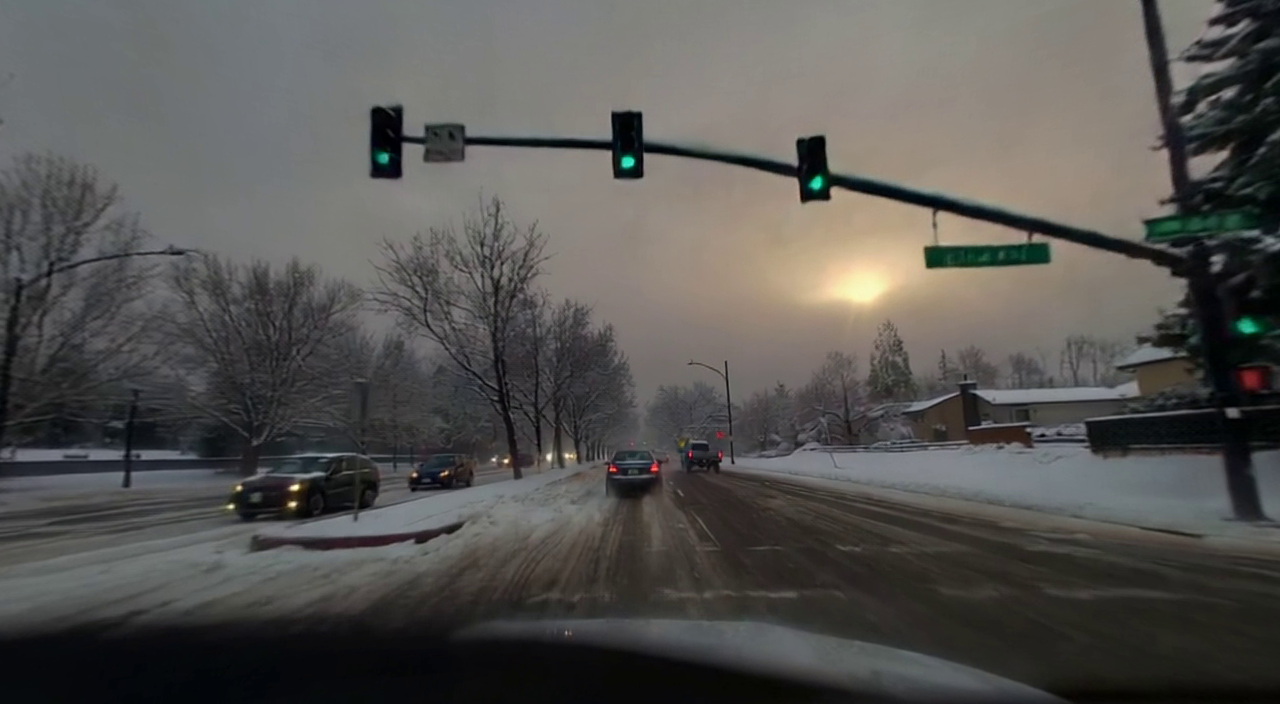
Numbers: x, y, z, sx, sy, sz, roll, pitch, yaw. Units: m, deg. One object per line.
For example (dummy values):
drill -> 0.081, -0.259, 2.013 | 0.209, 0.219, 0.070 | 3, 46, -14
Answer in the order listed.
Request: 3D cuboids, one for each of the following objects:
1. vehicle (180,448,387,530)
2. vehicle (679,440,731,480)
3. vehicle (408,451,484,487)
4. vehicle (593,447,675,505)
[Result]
vehicle -> -8.239, 3.165, 15.277 | 2.121, 1.513, 4.832 | -2, -8, 2
vehicle -> 3.107, 5.292, 31.185 | 2.073, 1.822, 4.276 | 0, -8, -1
vehicle -> -8.753, 5.286, 28.849 | 2.035, 1.463, 4.527 | 0, -8, 0
vehicle -> -0.165, 3.531, 18.489 | 2.140, 1.474, 4.026 | 0, -8, 0
